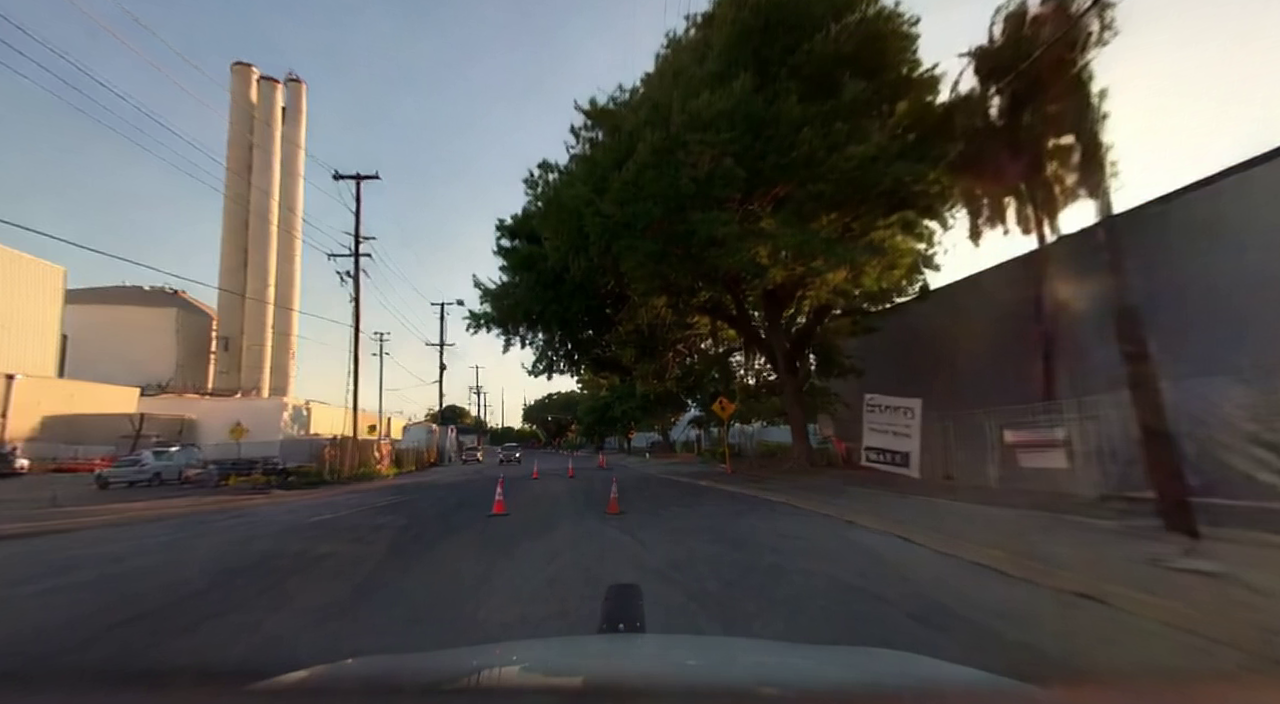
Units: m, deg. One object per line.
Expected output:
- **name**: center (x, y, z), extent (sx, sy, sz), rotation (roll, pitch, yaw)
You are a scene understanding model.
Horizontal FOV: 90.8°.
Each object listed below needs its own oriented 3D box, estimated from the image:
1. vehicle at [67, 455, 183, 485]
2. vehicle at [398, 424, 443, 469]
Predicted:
- **vehicle**: center (-26.452, 6.075, 32.586), extent (4.184, 1.411, 1.855), rotation (1, -9, -5)
- **vehicle**: center (-16.986, 7.306, 48.877), extent (2.905, 3.133, 7.675), rotation (3, -9, -19)
